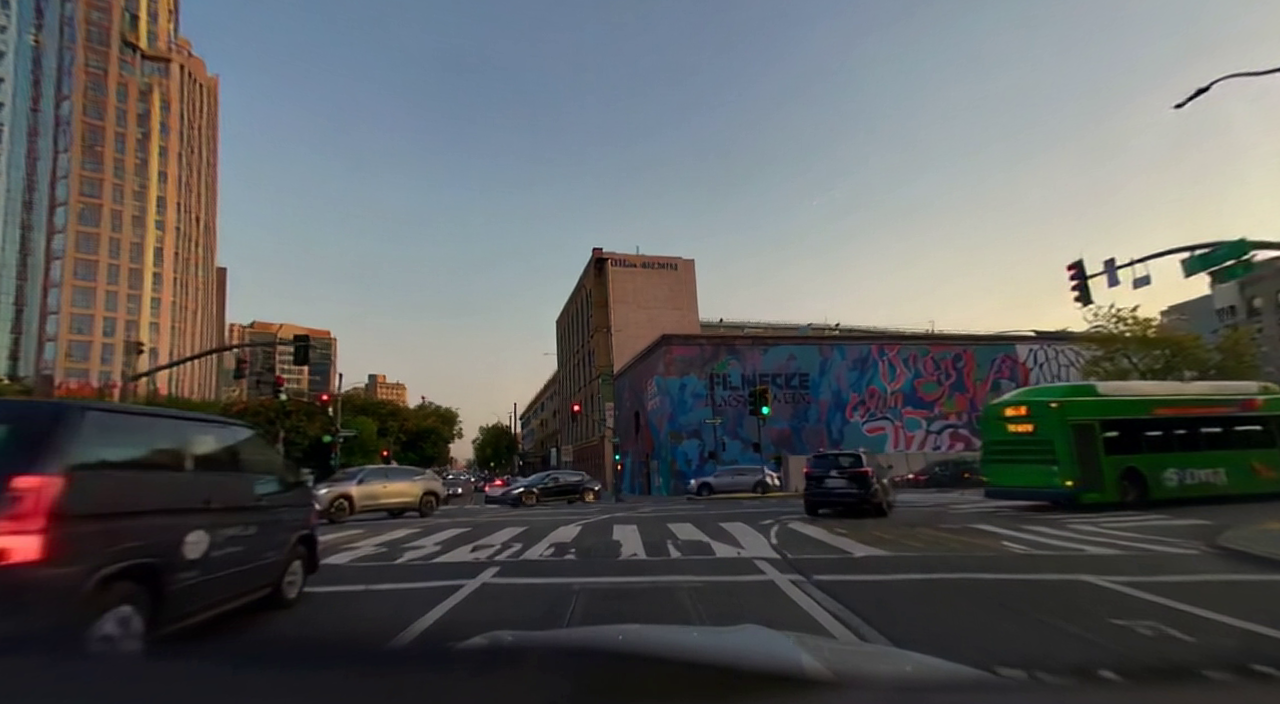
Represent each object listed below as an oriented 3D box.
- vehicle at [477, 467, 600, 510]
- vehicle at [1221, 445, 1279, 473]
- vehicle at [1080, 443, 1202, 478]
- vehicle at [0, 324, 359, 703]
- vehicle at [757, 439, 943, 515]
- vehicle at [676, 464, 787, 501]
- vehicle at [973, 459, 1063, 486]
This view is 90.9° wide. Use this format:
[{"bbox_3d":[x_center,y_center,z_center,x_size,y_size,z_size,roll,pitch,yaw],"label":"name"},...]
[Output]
[{"bbox_3d":[-4.171,5.636,26.380,4.766,1.502,1.891,6,-11,-37],"label":"vehicle"},{"bbox_3d":[39.742,6.687,39.582,4.502,1.696,1.884,0,-9,1],"label":"vehicle"},{"bbox_3d":[24.527,5.297,30.984,4.291,1.606,1.859,0,-9,0],"label":"vehicle"},{"bbox_3d":[-3.526,0.877,2.839,2.316,1.769,4.871,0,-9,-1],"label":"vehicle"},{"bbox_3d":[5.811,3.275,17.197,5.072,1.746,2.328,6,-11,-38],"label":"vehicle"},{"bbox_3d":[3.931,5.647,27.476,4.371,1.439,1.818,1,-9,-11],"label":"vehicle"},{"bbox_3d":[23.639,7.556,39.512,4.418,1.556,1.814,0,-9,0],"label":"vehicle"}]
